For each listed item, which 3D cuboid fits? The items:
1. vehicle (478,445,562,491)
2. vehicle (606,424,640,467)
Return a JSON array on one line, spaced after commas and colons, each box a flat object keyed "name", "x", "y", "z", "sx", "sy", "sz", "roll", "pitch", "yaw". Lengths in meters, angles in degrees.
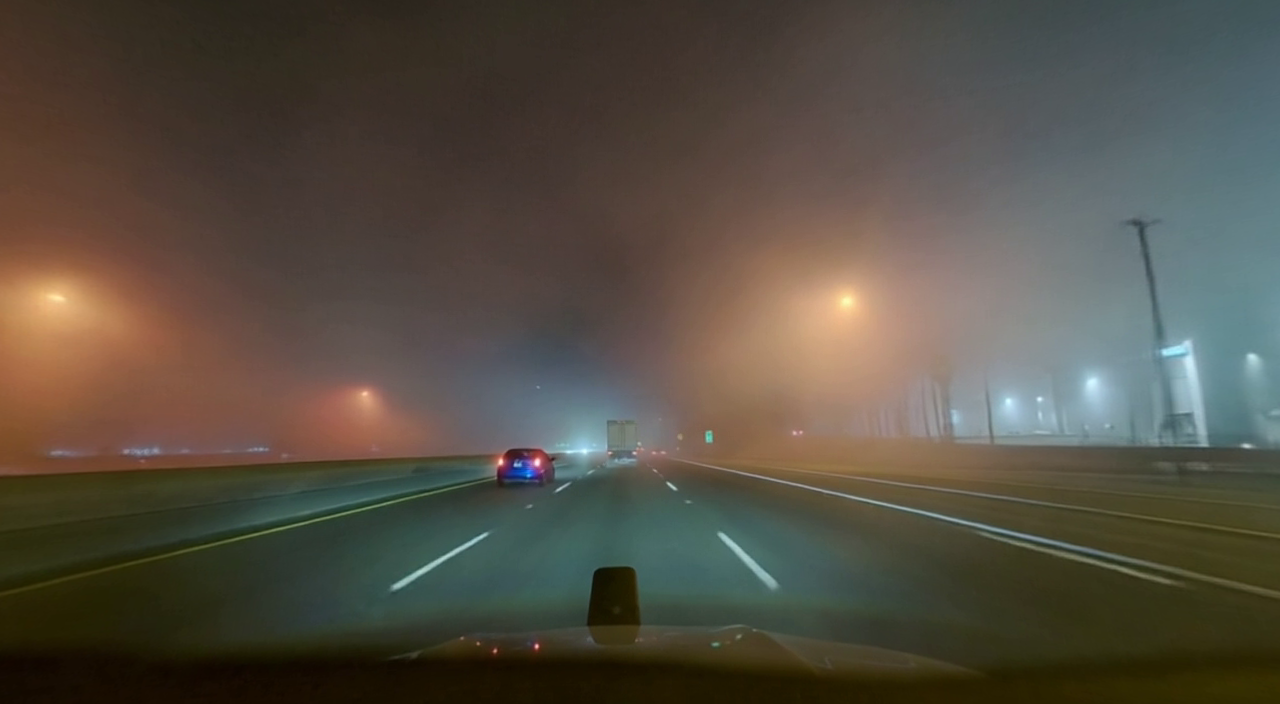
[{"name": "vehicle", "x": -4.084, "y": 4.006, "z": 22.284, "sx": 2.097, "sy": 1.447, "sz": 4.291, "roll": 0, "pitch": -8, "yaw": 0}, {"name": "vehicle", "x": -1.244, "y": 7.056, "z": 47.657, "sx": 2.364, "sy": 2.953, "sz": 6.495, "roll": 0, "pitch": -8, "yaw": -1}]
